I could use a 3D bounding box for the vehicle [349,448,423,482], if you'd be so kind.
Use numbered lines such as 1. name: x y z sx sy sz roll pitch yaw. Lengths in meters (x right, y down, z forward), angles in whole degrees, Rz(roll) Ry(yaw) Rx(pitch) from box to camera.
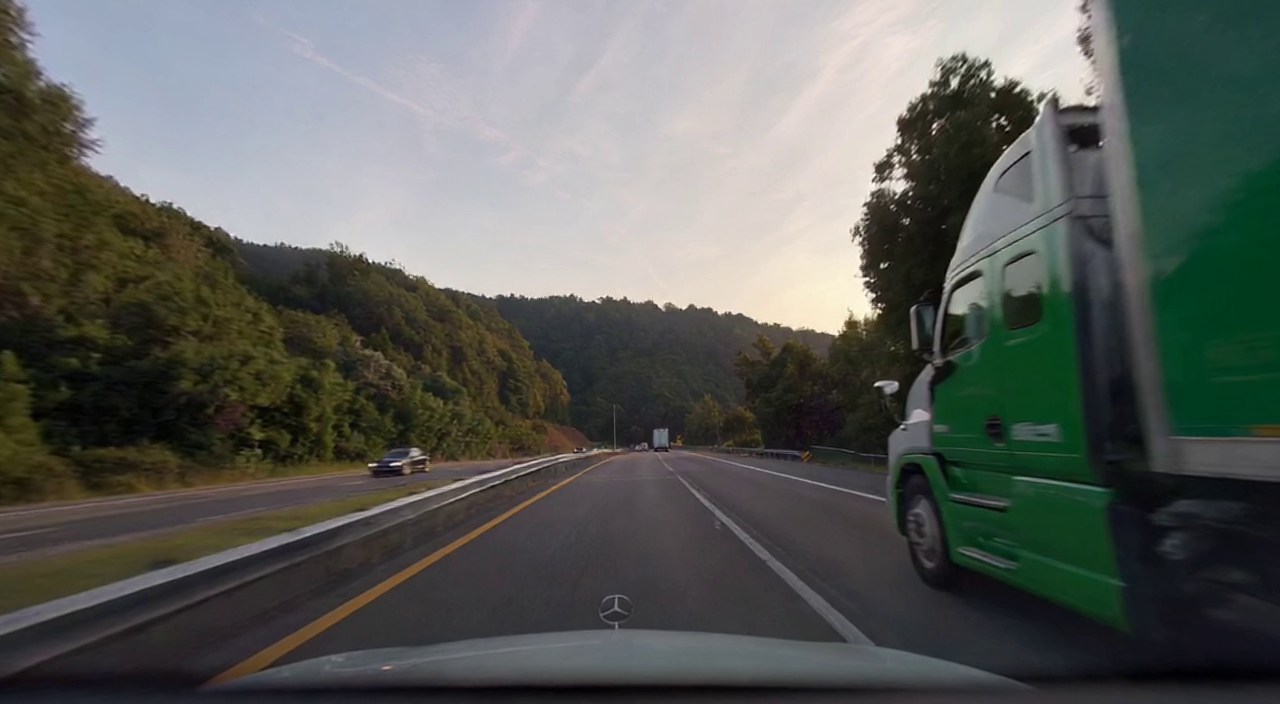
1. vehicle: -12.462 5.548 31.219 1.943 1.482 4.376 0 -8 -1

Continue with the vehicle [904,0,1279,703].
1. vehicle: 4.142 -0.300 2.816 2.981 4.058 6.276 0 -8 -1
